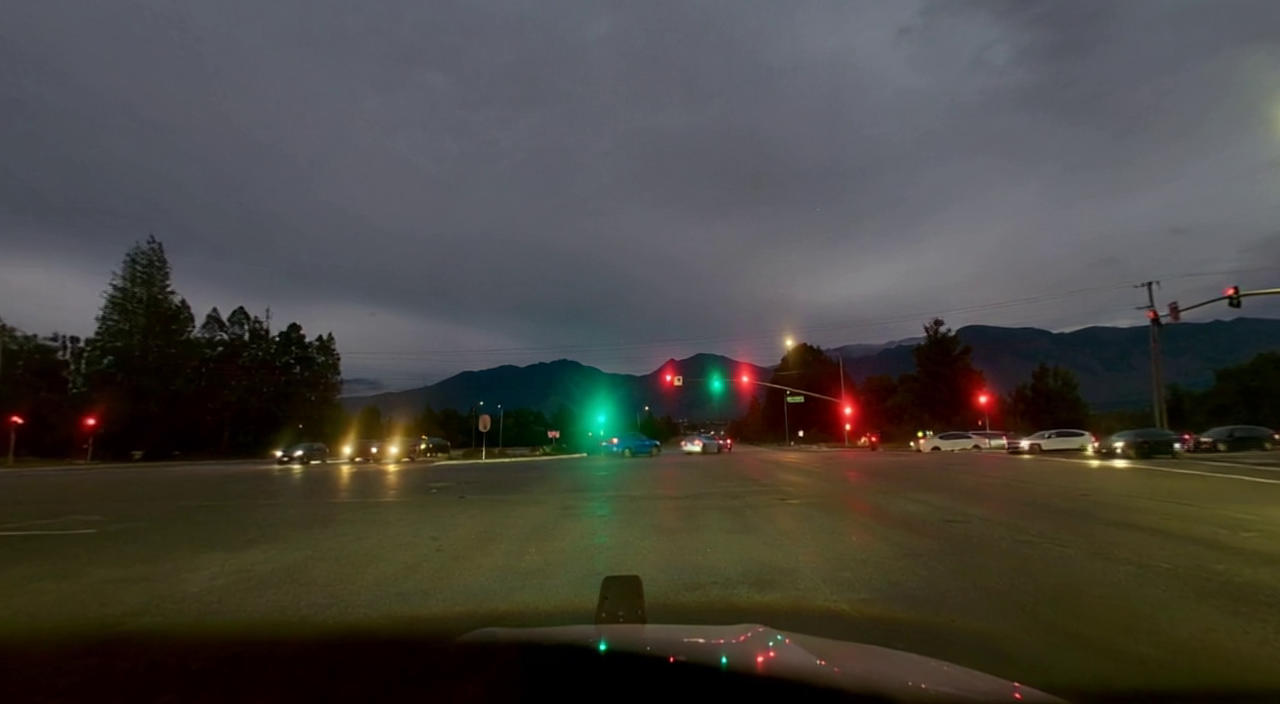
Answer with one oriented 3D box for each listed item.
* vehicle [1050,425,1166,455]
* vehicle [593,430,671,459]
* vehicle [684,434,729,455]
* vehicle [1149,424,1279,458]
[{"bbox_3d":[27.524,5.192,37.280,5.100,1.680,2.055,0,-8,2],"label":"vehicle"},{"bbox_3d":[-0.458,5.852,40.006,2.105,1.735,4.812,-8,-12,44],"label":"vehicle"},{"bbox_3d":[5.243,7.207,49.191,2.044,1.542,4.218,-5,-10,28],"label":"vehicle"},{"bbox_3d":[27.283,4.205,29.822,4.778,1.495,1.959,0,-8,0],"label":"vehicle"}]
